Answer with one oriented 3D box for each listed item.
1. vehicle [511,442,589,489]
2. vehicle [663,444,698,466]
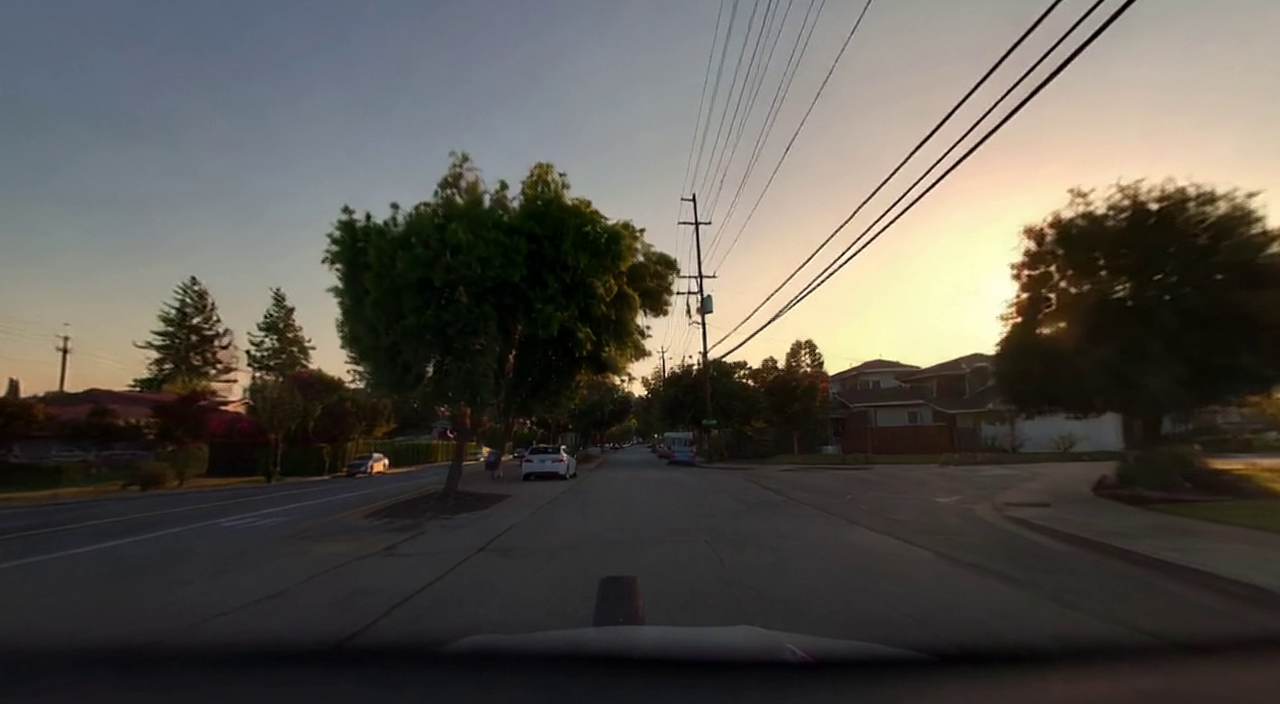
[{"bbox_3d":[-3.013,3.907,22.160,2.041,1.471,4.602,0,-8,0],"label":"vehicle"},{"bbox_3d":[2.852,7.362,45.262,2.074,1.450,4.621,0,-8,-2],"label":"vehicle"}]
